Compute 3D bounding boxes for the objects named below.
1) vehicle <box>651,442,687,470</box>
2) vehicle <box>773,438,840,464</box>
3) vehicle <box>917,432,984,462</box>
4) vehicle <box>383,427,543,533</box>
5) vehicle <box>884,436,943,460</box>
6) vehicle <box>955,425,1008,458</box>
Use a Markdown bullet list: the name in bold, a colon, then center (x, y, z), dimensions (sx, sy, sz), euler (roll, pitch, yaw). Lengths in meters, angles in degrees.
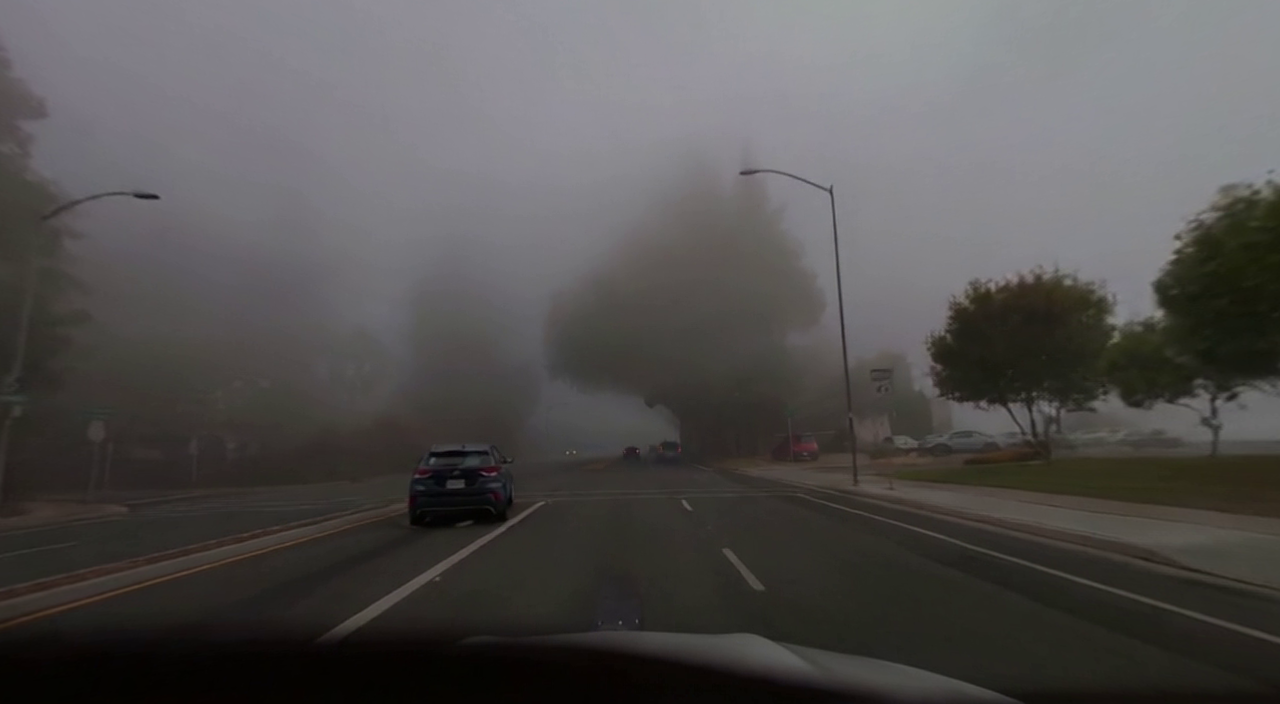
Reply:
- **vehicle**: center (1.728, 6.418, 39.248), dimensions (2.003, 1.614, 4.072), euler (0, -8, -1)
- **vehicle**: center (10.471, 6.248, 39.970), dimensions (1.903, 1.569, 3.751), euler (6, -10, -34)
- **vehicle**: center (18.747, 5.698, 38.033), dimensions (2.150, 1.659, 4.678), euler (-8, -12, 44)
- **vehicle**: center (-3.266, 2.444, 12.834), dimensions (2.205, 1.706, 4.904), euler (1, -8, -5)
- **vehicle**: center (18.164, 6.359, 41.837), dimensions (2.106, 1.460, 4.389), euler (-8, -11, 43)
- **vehicle**: center (23.138, 6.048, 42.704), dimensions (2.117, 1.987, 4.418), euler (-10, -12, 39)
